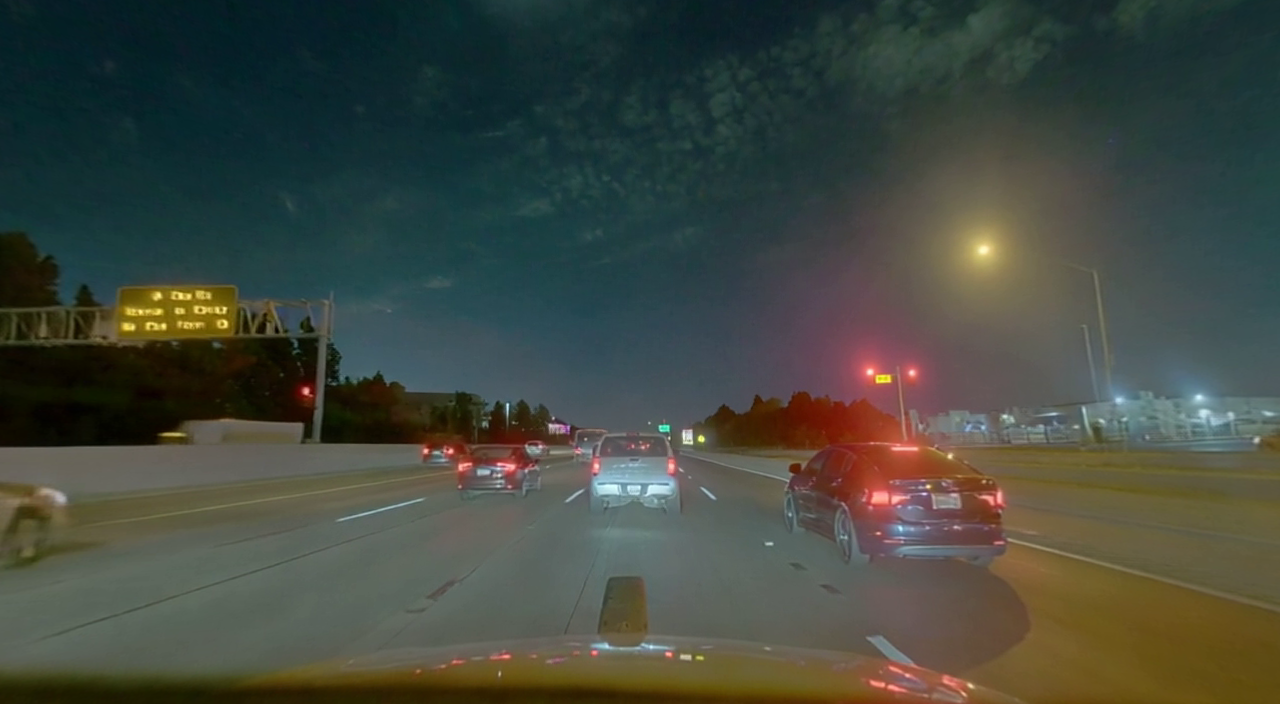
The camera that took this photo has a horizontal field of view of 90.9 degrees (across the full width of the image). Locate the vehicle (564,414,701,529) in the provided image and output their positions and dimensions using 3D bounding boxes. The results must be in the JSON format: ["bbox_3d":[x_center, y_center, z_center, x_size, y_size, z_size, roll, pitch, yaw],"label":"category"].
[{"bbox_3d":[-0.121,2.180,11.949,2.152,1.779,3.924,0,-9,0],"label":"vehicle"}]

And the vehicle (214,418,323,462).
[{"bbox_3d":[-28.325,6.851,48.744,2.826,2.992,9.022,0,-9,1],"label":"vehicle"}]

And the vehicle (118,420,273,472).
[{"bbox_3d":[-28.253,6.084,40.928,2.942,2.947,9.596,0,-9,1],"label":"vehicle"}]

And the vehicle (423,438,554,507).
[{"bbox_3d":[-3.570,2.944,15.865,2.132,1.464,4.481,0,-9,1],"label":"vehicle"}]

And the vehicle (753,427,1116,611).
[{"bbox_3d":[2.804,1.696,7.422,2.018,1.470,4.491,0,-9,-1],"label":"vehicle"}]
